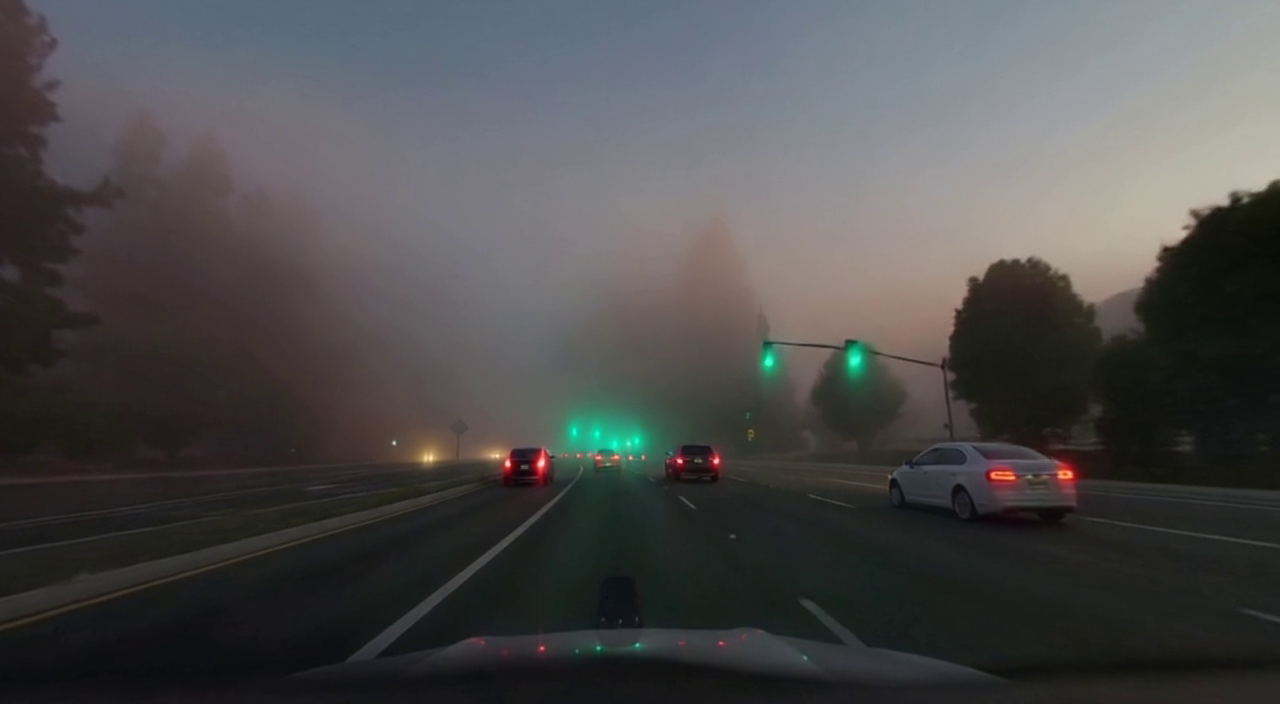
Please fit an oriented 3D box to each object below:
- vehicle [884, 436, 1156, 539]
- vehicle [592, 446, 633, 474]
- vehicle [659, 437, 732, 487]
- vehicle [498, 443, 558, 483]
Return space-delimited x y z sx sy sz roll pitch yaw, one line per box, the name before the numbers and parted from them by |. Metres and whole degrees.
vehicle | 6.176 2.214 11.043 1.945 1.408 4.288 0 -8 -3
vehicle | -1.685 6.289 36.959 2.155 1.486 4.403 1 -8 -5
vehicle | 2.035 4.218 24.569 2.161 1.716 4.194 0 -8 -4
vehicle | -5.000 4.980 28.672 2.172 1.671 4.175 0 -8 -3
